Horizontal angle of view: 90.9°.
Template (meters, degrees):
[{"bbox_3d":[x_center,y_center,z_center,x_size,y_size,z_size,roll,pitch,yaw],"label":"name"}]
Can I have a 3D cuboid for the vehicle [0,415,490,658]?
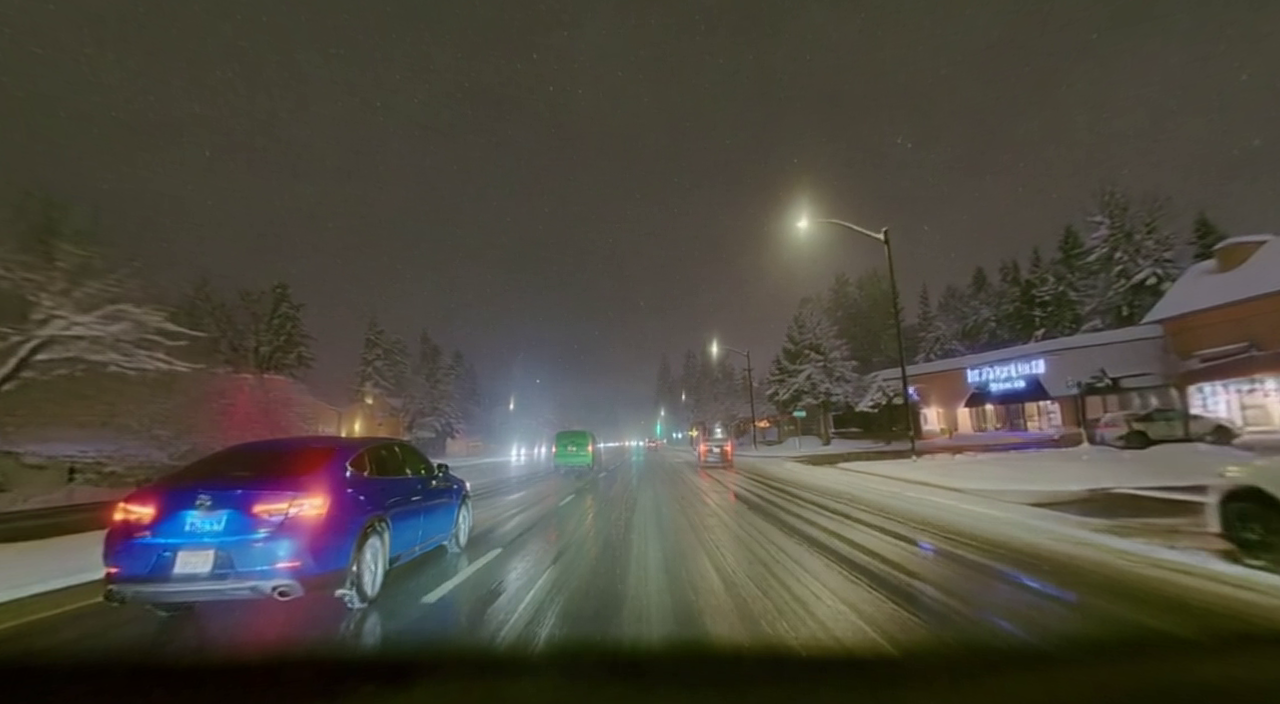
[{"bbox_3d":[-3.123,1.476,6.300,1.956,1.460,4.802,0,-8,2],"label":"vehicle"}]

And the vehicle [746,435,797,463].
[{"bbox_3d":[7.631,5.672,36.960,1.942,1.481,4.447,0,-8,-1],"label":"vehicle"}]

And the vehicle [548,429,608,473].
[{"bbox_3d":[-2.687,4.445,28.474,2.193,1.788,4.603,0,-8,1],"label":"vehicle"}]

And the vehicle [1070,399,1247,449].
[{"bbox_3d":[20.948,2.981,25.667,5.166,1.870,2.317,0,-9,-3],"label":"vehicle"}]

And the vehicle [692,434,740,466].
[{"bbox_3d":[3.825,5.025,32.409,1.904,1.490,4.299,0,-8,-1],"label":"vehicle"}]
